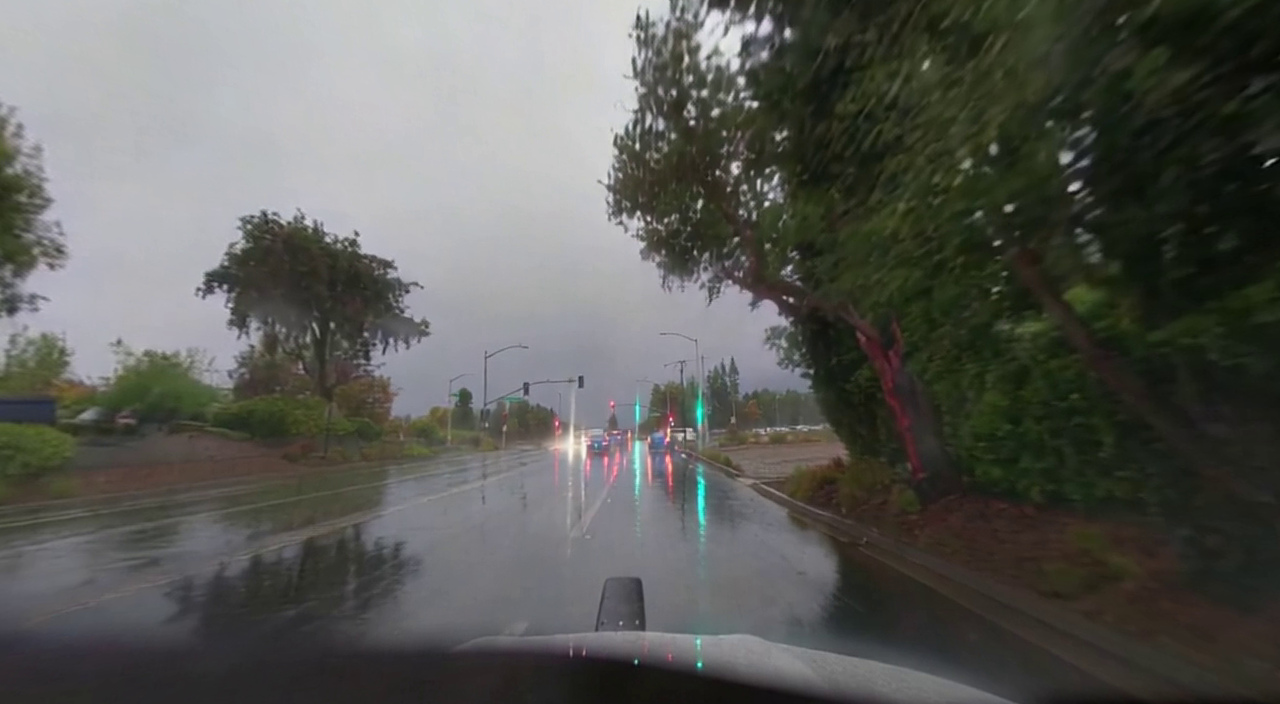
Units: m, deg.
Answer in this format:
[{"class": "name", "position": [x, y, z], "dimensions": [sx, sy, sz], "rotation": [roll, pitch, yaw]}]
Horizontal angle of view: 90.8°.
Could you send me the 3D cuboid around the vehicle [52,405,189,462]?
[{"class": "vehicle", "position": [-33.530, 5.228, 40.735], "dimensions": [9.036, 3.379, 2.893], "rotation": [-3, -8, 25]}]
